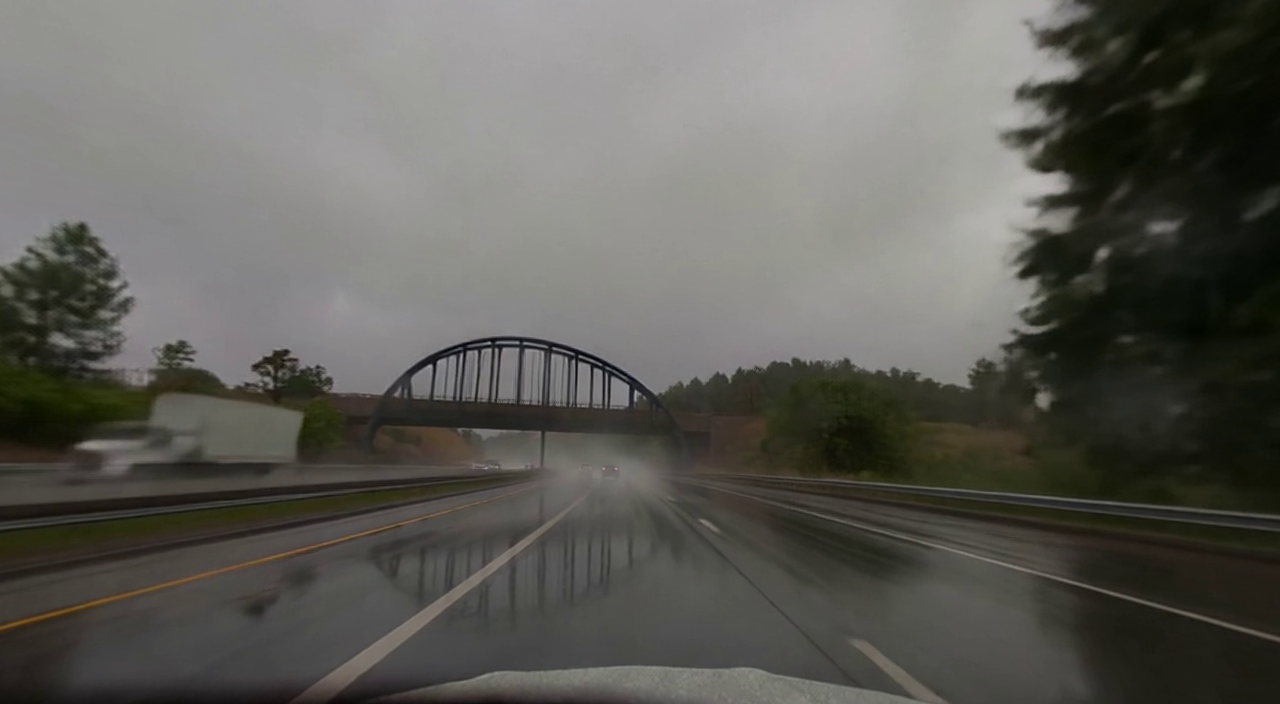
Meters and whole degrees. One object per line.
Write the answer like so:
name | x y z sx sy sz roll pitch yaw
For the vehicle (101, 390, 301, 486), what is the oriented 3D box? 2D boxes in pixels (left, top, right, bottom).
vehicle | -20.424 4.340 30.408 2.936 3.889 9.299 1 -10 -1
